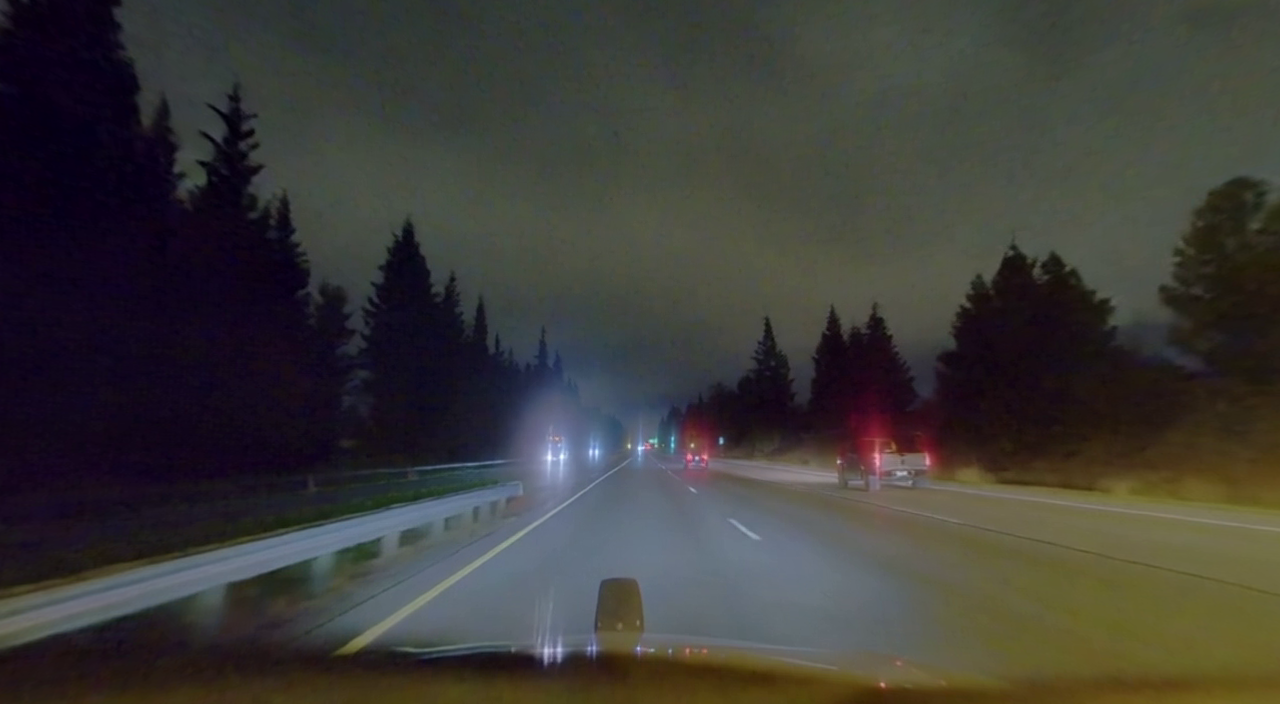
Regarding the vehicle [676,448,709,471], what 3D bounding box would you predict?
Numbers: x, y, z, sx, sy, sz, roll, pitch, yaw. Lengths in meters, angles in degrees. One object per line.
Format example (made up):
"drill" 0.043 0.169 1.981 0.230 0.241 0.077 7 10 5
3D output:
"vehicle" 3.799 7.851 46.206 2.013 1.584 3.995 0 -9 -1
